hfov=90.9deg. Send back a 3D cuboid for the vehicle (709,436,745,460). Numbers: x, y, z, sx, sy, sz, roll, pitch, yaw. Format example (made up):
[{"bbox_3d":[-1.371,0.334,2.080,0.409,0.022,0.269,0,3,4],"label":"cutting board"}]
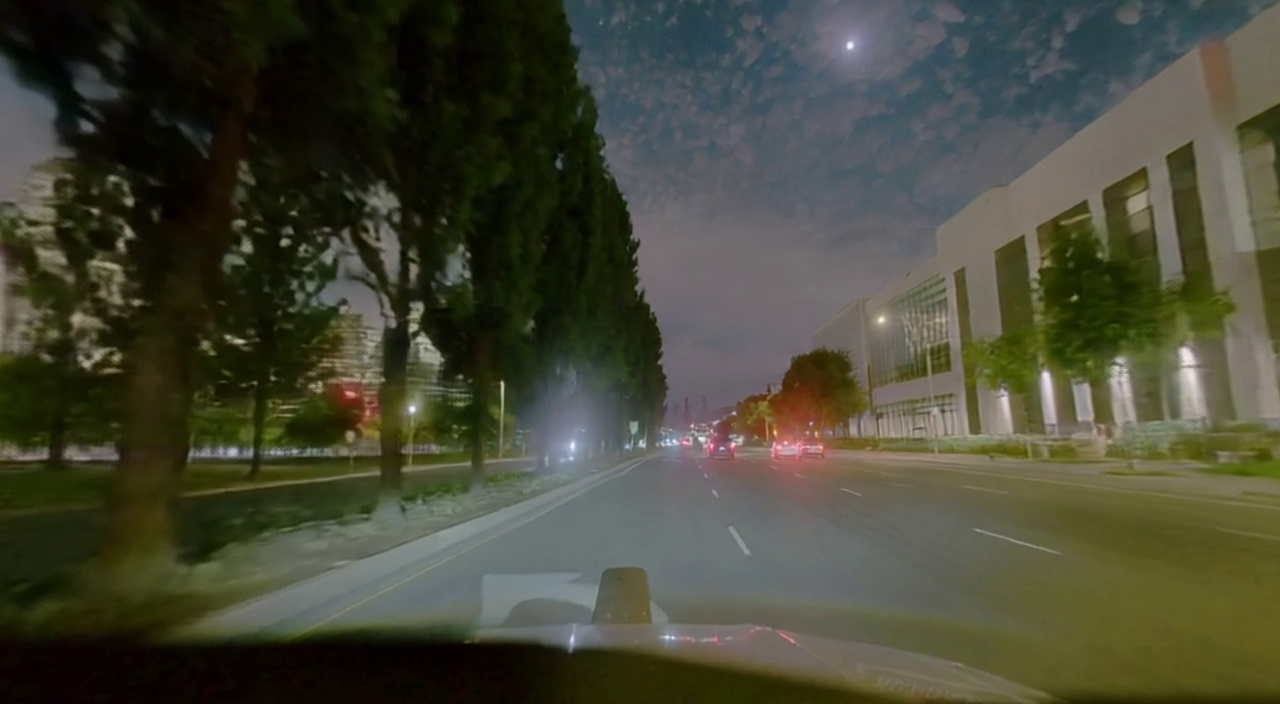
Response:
[{"bbox_3d":[6.372,7.074,46.564,2.216,1.675,4.627,-1,-9,3],"label":"vehicle"}]

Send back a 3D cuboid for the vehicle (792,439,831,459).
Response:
[{"bbox_3d":[12.930,7.367,47.910,1.840,1.467,4.731,-1,-9,3],"label":"vehicle"}]
